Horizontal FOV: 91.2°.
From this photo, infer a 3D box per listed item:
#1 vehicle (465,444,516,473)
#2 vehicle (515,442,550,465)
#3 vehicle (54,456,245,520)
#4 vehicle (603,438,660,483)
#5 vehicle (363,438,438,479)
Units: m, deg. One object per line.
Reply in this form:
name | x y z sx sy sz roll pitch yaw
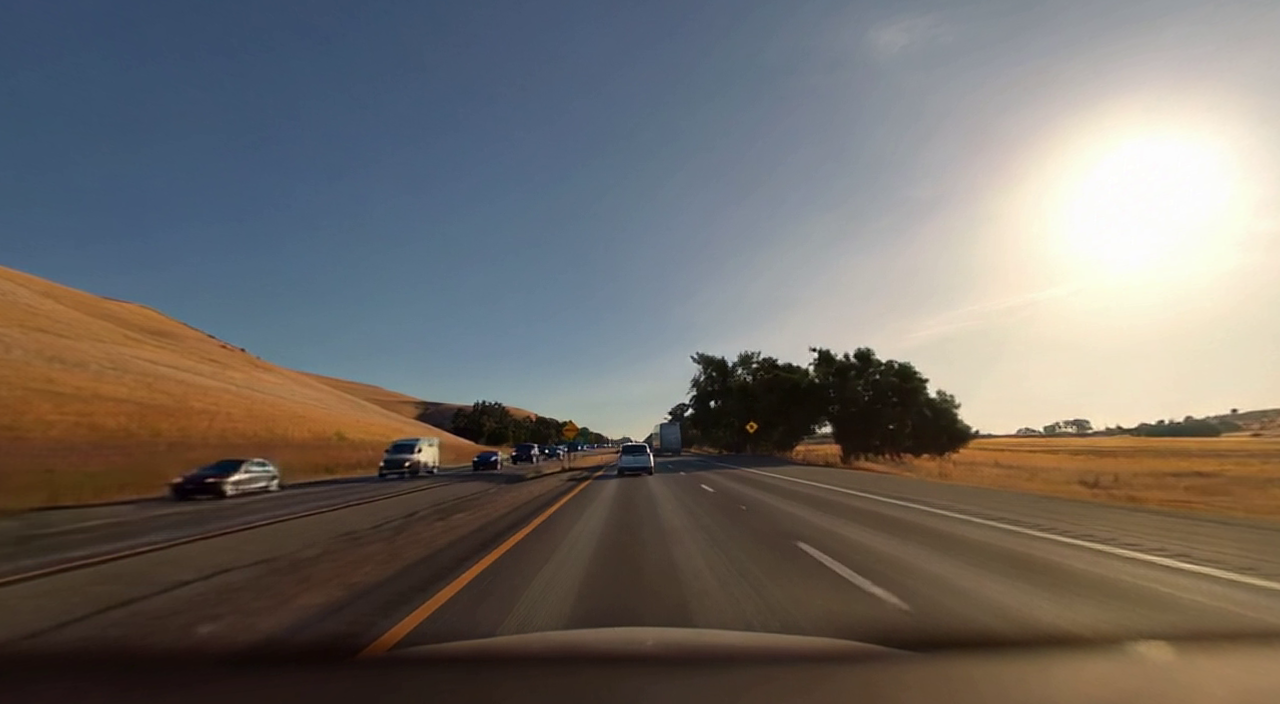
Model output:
vehicle | -8.486 6.091 35.887 1.911 1.535 4.238 0 -9 0
vehicle | -8.375 7.966 49.084 1.981 1.681 4.398 0 -9 0
vehicle | -12.945 3.566 16.950 1.882 1.432 4.042 0 -9 0
vehicle | -0.325 4.051 23.710 1.971 1.518 4.108 0 -9 -1
vehicle | -12.720 5.688 33.667 2.119 1.974 4.823 0 -9 -1
